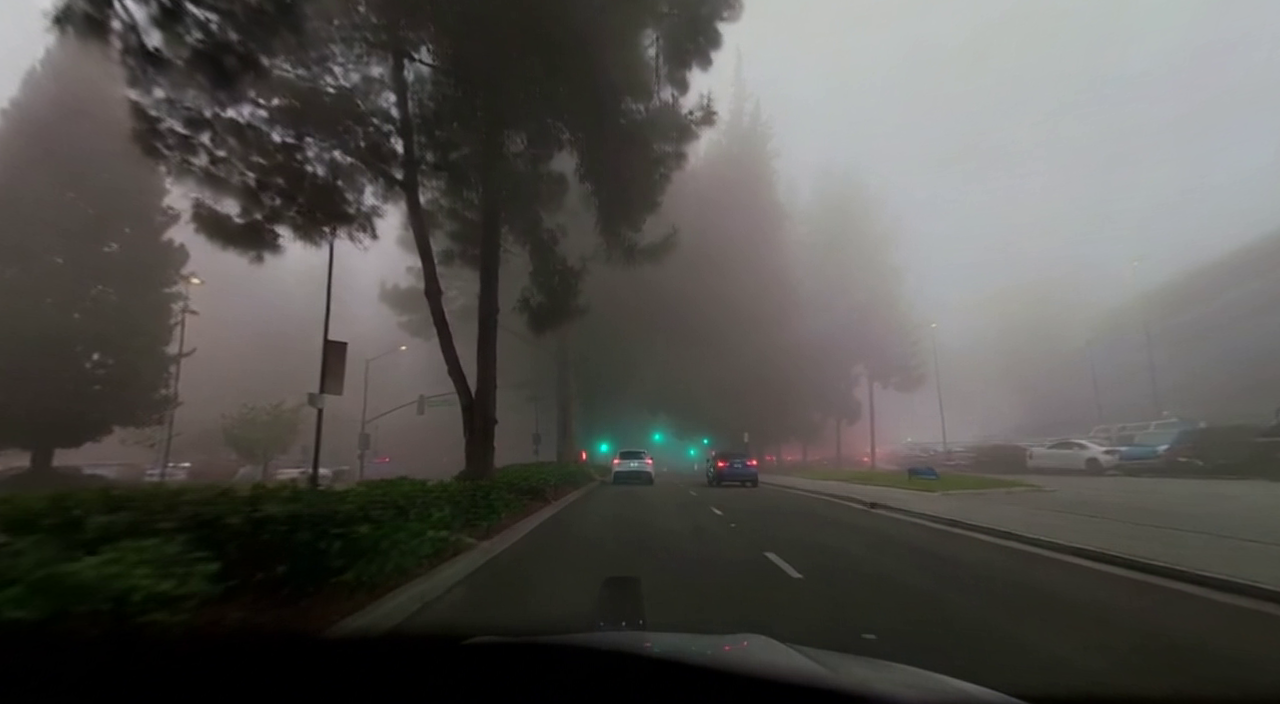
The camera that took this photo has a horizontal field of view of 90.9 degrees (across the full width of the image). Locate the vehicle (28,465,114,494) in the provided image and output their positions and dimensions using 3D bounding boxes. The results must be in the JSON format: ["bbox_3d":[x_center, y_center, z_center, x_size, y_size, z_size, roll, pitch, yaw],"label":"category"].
[{"bbox_3d":[-32.663,7.292,36.374,1.742,1.411,4.415,2,-9,-14],"label":"vehicle"}]

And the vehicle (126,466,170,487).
[{"bbox_3d":[-37.907,9.587,48.638,1.752,1.396,4.340,4,-10,-26],"label":"vehicle"}]

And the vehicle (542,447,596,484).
[{"bbox_3d":[-3.485,5.647,31.840,2.047,1.710,4.314,0,-8,2],"label":"vehicle"}]

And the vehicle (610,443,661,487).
[{"bbox_3d":[-0.166,4.764,26.925,2.022,1.700,4.084,0,-9,1],"label":"vehicle"}]

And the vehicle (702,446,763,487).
[{"bbox_3d":[3.749,4.684,26.109,1.847,1.554,4.052,0,-9,-1],"label":"vehicle"}]
